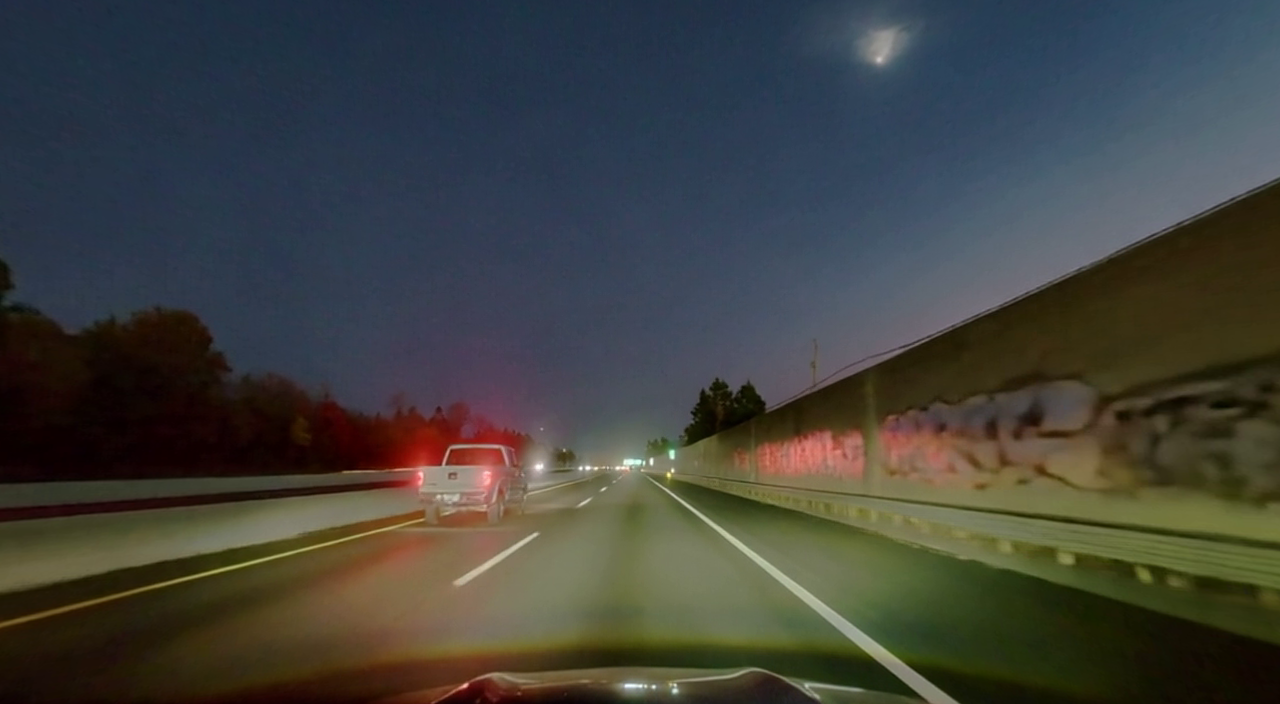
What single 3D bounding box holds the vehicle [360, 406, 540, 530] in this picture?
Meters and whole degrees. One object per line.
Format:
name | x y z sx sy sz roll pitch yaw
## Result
vehicle | -4.289 2.890 15.732 2.597 2.434 6.020 1 -11 0
